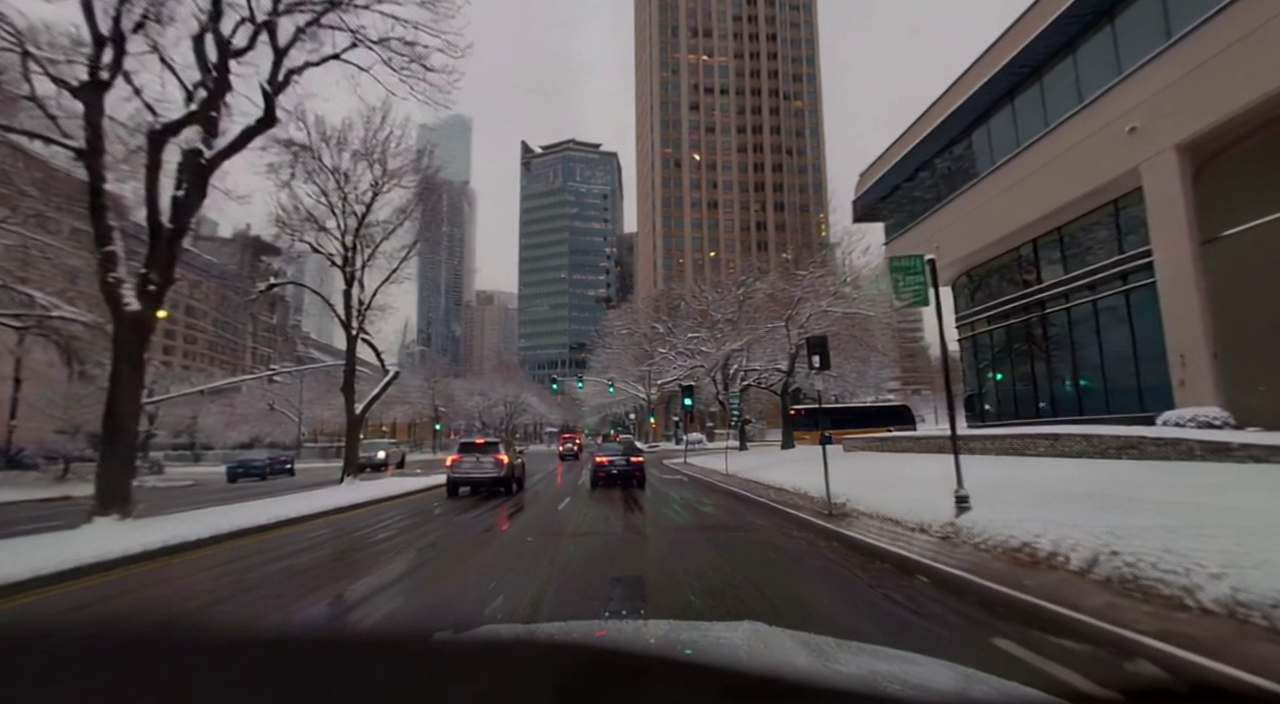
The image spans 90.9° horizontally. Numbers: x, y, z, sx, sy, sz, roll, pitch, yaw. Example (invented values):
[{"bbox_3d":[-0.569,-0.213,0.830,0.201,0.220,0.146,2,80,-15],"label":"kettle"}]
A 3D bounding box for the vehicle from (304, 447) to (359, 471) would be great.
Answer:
[{"bbox_3d":[-24.152,8.355,49.614,1.928,1.805,5.236,1,-9,-4],"label":"vehicle"}]

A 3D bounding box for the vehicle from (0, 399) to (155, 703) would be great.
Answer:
[{"bbox_3d":[-3.414,0.689,0.799,1.970,1.489,4.532,0,-9,0],"label":"vehicle"}]

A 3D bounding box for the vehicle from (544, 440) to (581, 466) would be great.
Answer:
[{"bbox_3d":[-4.768,6.225,39.119,1.961,1.517,4.202,1,-9,-3],"label":"vehicle"}]

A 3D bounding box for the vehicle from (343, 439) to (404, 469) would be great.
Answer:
[{"bbox_3d":[-19.941,7.668,47.601,2.271,2.076,6.147,1,-9,-4],"label":"vehicle"}]

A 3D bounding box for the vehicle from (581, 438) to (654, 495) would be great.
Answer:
[{"bbox_3d":[-0.652,3.362,18.780,1.933,1.504,3.802,0,-9,-2],"label":"vehicle"}]

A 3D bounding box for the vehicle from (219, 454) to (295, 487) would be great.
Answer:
[{"bbox_3d":[-22.942,7.054,38.011,1.881,1.792,4.640,1,-9,-4],"label":"vehicle"}]

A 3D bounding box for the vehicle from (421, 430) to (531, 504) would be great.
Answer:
[{"bbox_3d":[-4.001,2.858,16.053,1.848,1.641,3.686,0,-9,-1],"label":"vehicle"}]
